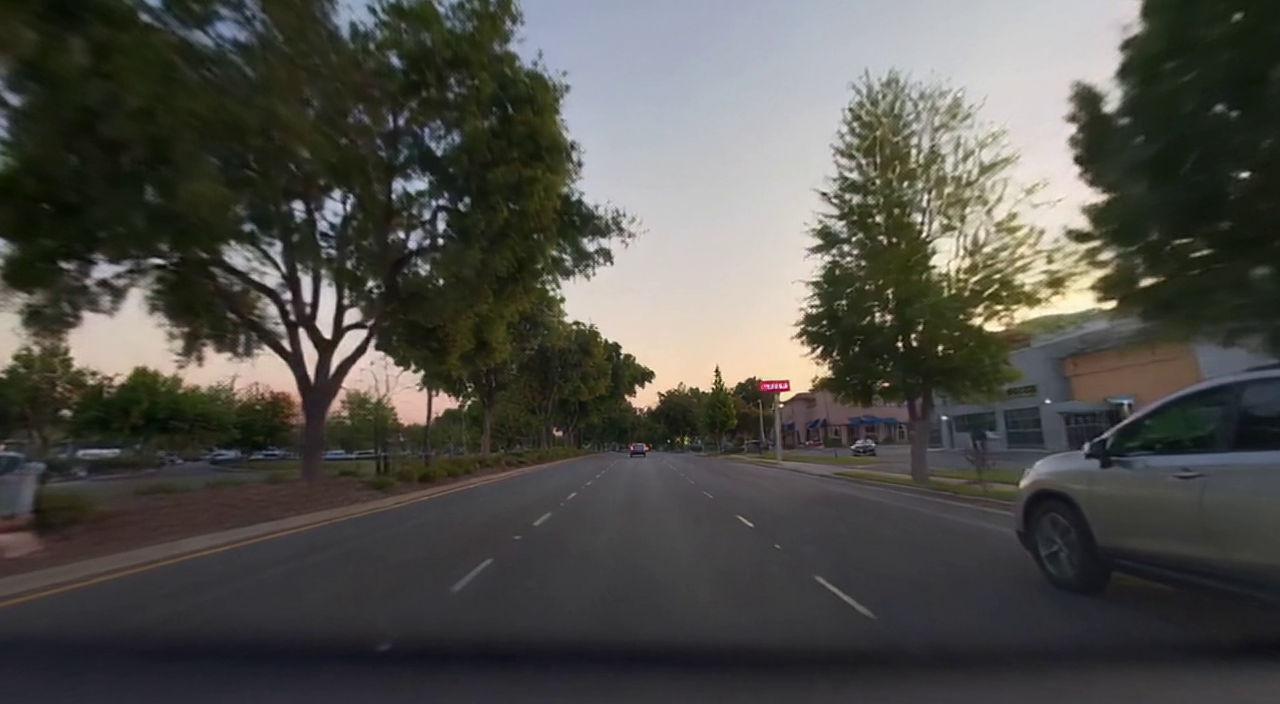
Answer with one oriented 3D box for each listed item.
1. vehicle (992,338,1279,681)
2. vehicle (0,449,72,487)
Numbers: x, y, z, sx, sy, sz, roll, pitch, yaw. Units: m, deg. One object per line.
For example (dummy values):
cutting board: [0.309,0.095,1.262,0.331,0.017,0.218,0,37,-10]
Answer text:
vehicle: [4.782,0.949,3.910,2.185,1.956,5.128,0,-8,0]
vehicle: [-29.313,5.494,30.343,1.814,1.653,4.409,4,-9,-27]
